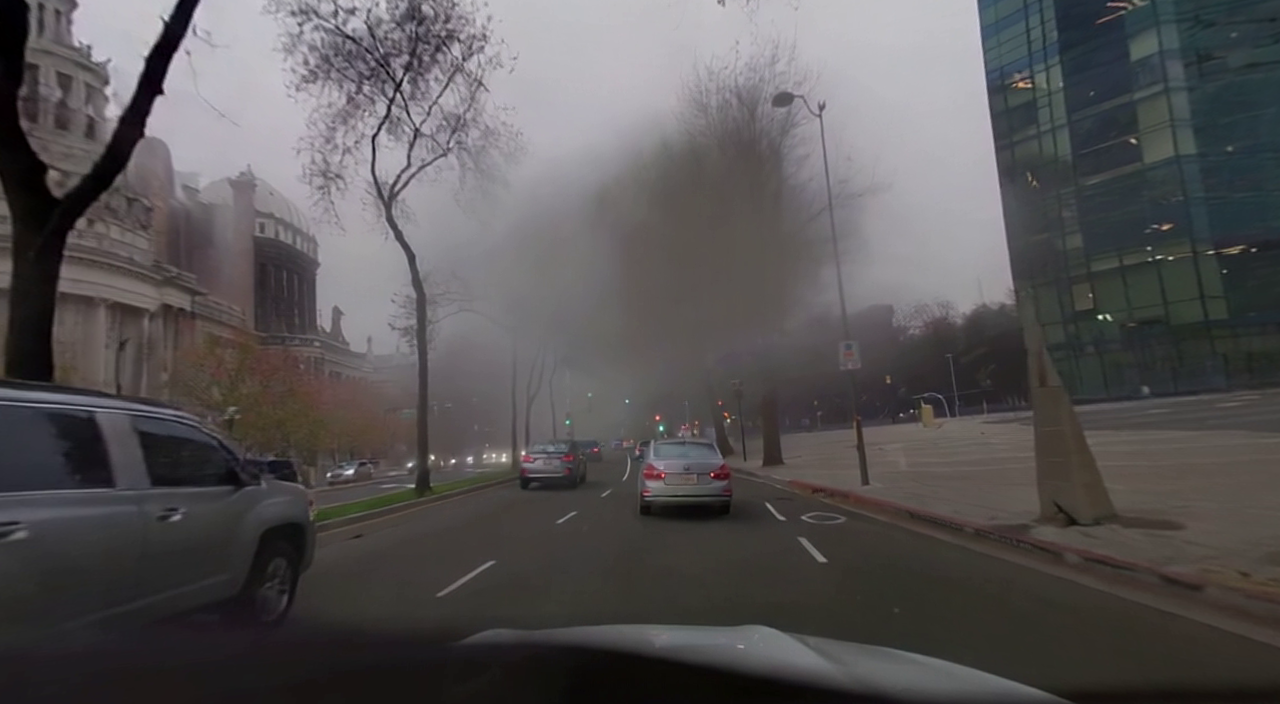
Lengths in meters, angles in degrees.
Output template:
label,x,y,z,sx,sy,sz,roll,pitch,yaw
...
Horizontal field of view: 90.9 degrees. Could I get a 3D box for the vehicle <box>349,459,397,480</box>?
label,x,y,z,sx,sy,sz,roll,pitch,yaw
vehicle,-20.961,9.223,49.679,1.927,1.519,4.447,0,-8,-1

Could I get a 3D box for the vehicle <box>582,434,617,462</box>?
label,x,y,z,sx,sy,sz,roll,pitch,yaw
vehicle,-2.633,6.415,42.094,1.969,1.764,4.160,0,-8,1

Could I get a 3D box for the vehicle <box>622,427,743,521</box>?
label,x,y,z,sx,sy,sz,roll,pitch,yaw
vehicle,0.662,2.244,12.074,1.933,1.504,3.802,0,-8,0

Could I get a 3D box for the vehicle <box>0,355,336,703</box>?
label,x,y,z,sx,sy,sz,roll,pitch,yaw
vehicle,-3.275,0.931,2.919,1.848,1.641,3.686,0,-8,0

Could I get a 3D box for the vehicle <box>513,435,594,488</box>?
label,x,y,z,sx,sy,sz,roll,pitch,yaw
vehicle,-2.668,3.510,20.477,1.961,1.517,4.202,0,-8,1
